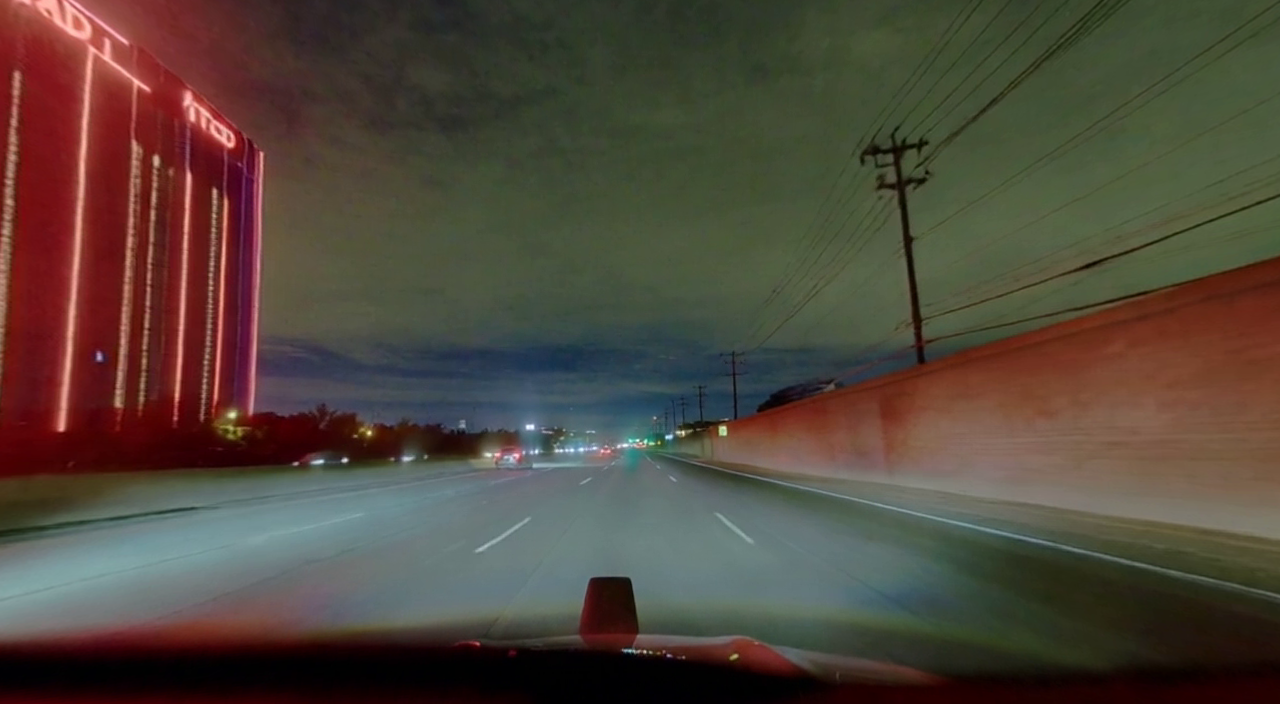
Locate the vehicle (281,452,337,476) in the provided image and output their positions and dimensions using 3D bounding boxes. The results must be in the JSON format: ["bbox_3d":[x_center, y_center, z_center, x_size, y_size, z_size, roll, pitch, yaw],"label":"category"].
[{"bbox_3d":[-25.778,8.723,49.399,1.942,1.662,4.631,0,-8,-1],"label":"vehicle"}]

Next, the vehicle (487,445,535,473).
[{"bbox_3d":[-7.725,6.402,38.149,2.013,1.574,3.923,0,-8,0],"label":"vehicle"}]
